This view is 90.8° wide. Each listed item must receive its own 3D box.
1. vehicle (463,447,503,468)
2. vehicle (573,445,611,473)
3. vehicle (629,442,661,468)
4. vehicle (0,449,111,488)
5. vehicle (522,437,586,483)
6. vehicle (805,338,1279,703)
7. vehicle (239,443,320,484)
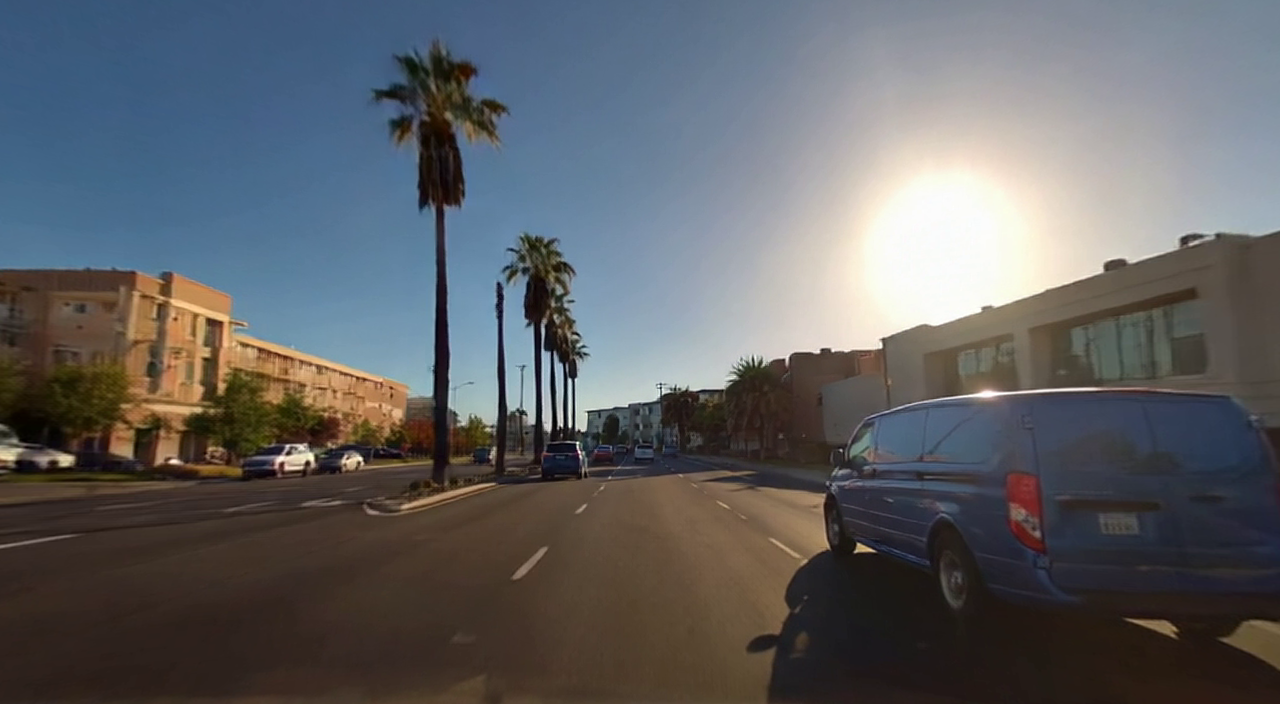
[{"bbox_3d":[-11.835,7.983,47.873,1.857,1.473,4.298,0,-9,0],"label":"vehicle"},{"bbox_3d":[-2.697,6.125,36.411,1.869,1.454,4.142,0,-9,0],"label":"vehicle"},{"bbox_3d":[0.280,7.310,45.132,2.191,1.761,3.857,0,-9,-1],"label":"vehicle"},{"bbox_3d":[-29.554,5.794,31.615,4.268,1.758,2.120,-1,-7,1],"label":"vehicle"},{"bbox_3d":[-3.388,4.362,25.711,1.967,1.703,4.157,0,-9,1],"label":"vehicle"},{"bbox_3d":[3.309,1.231,5.731,2.234,1.912,4.847,0,-9,-1],"label":"vehicle"},{"bbox_3d":[-21.429,6.602,37.853,1.931,2.187,5.001,-1,-8,0],"label":"vehicle"}]
